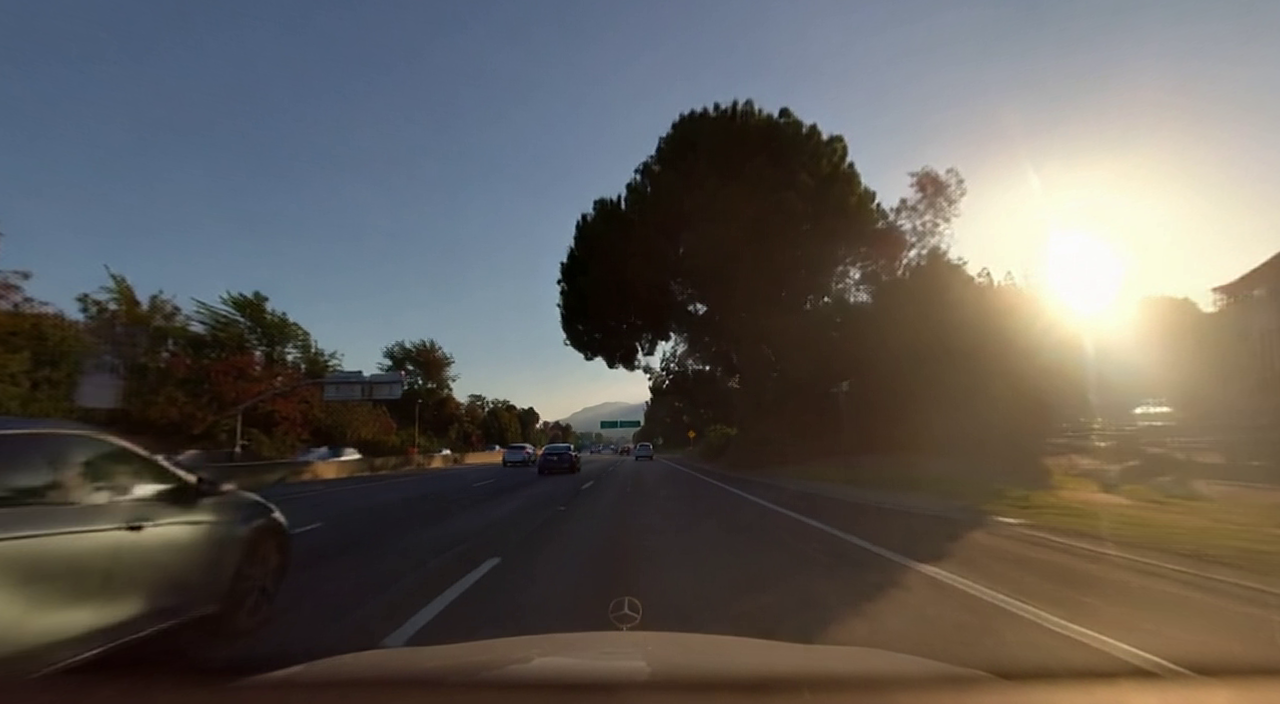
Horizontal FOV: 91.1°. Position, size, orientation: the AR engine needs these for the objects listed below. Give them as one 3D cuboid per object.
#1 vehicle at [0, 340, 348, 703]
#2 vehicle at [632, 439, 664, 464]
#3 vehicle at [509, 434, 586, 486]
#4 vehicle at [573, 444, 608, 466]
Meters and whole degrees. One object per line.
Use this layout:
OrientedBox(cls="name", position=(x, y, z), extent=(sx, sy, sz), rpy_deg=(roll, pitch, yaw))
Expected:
OrientedBox(cls="vehicle", position=(-3.501, 0.828, 2.632), extent=(2.040, 1.672, 5.122), rpy_deg=(0, -8, 1))
OrientedBox(cls="vehicle", position=(0.570, 7.421, 46.987), extent=(2.285, 1.797, 4.478), rpy_deg=(0, -8, 0))
OrientedBox(cls="vehicle", position=(-3.164, 3.801, 22.441), extent=(2.056, 1.679, 4.204), rpy_deg=(0, -8, 1))
OrientedBox(cls="vehicle", position=(-3.336, 6.981, 42.815), extent=(2.055, 1.431, 3.921), rpy_deg=(0, -8, 0))
